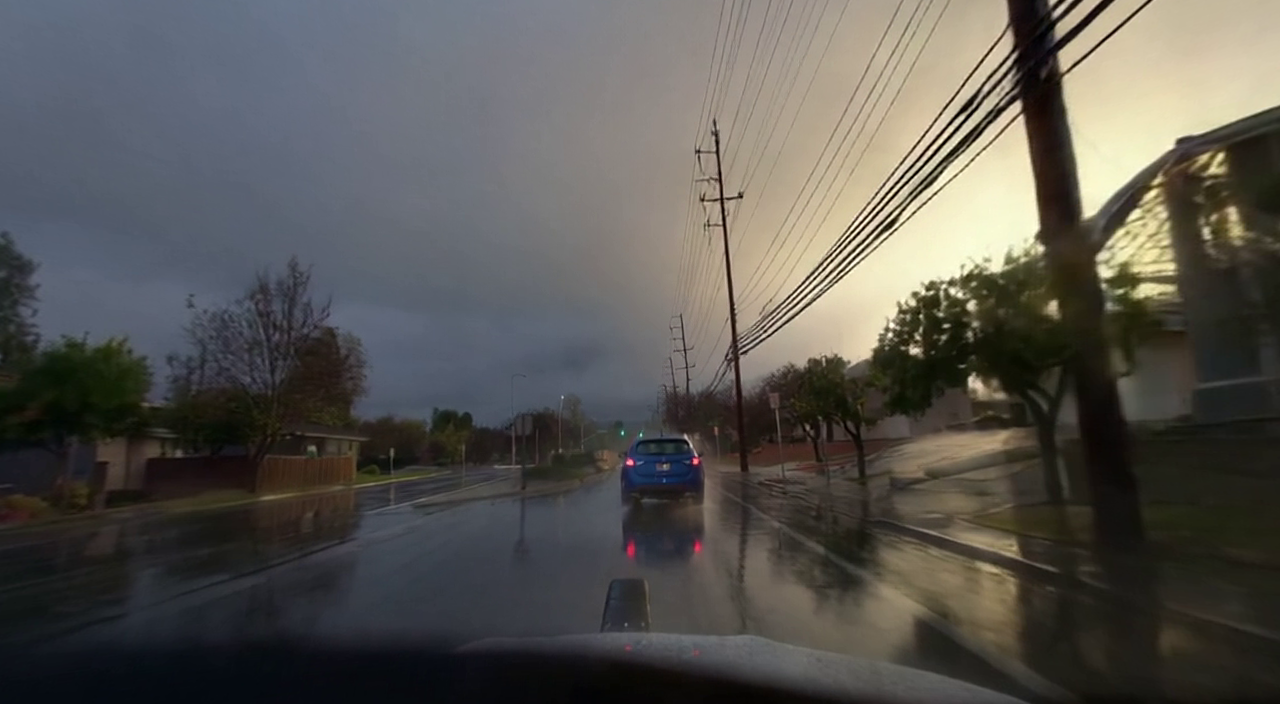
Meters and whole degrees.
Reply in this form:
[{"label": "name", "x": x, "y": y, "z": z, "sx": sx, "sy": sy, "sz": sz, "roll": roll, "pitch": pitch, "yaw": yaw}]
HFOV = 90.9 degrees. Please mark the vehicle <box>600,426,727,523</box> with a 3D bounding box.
[{"label": "vehicle", "x": 0.405, "y": 2.436, "z": 13.045, "sx": 2.200, "sy": 1.653, "sz": 4.127, "roll": 0, "pitch": -8, "yaw": 0}]
